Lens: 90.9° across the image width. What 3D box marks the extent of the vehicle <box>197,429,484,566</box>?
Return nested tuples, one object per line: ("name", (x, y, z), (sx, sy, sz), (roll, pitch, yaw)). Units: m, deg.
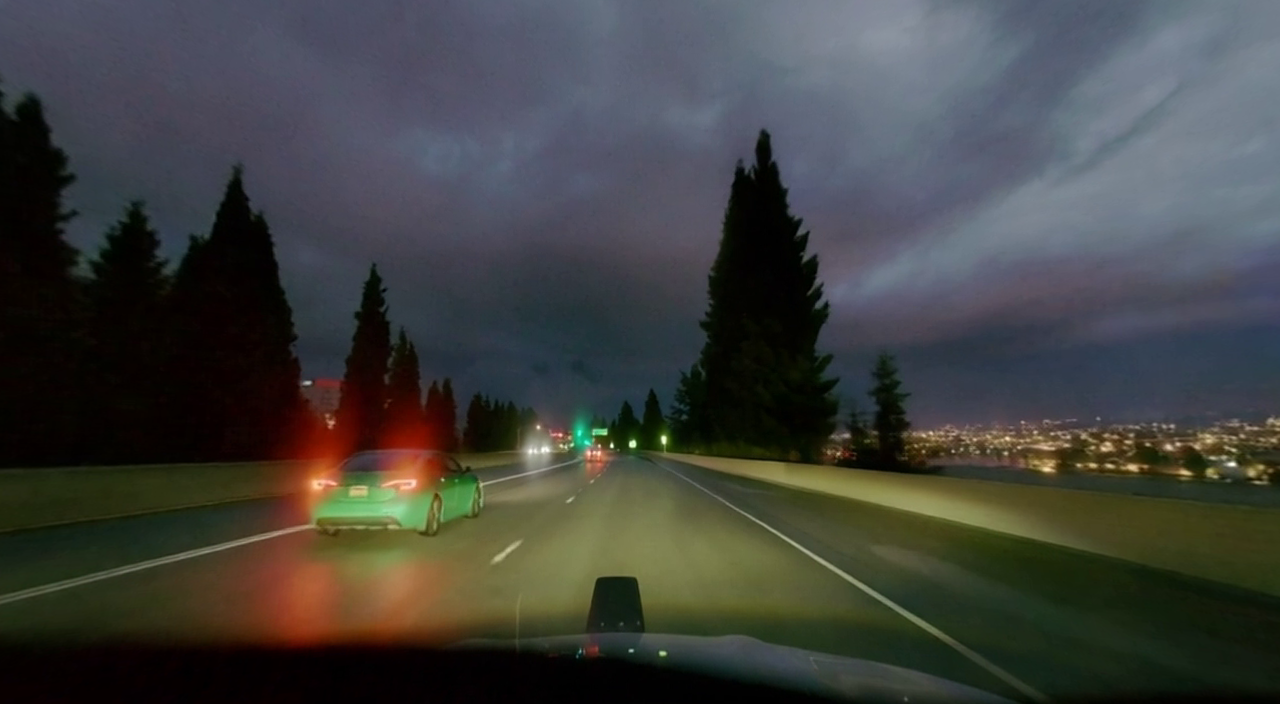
("vehicle", (-3.949, 1.994, 9.434), (2.017, 1.522, 4.569), (0, -9, 0))
